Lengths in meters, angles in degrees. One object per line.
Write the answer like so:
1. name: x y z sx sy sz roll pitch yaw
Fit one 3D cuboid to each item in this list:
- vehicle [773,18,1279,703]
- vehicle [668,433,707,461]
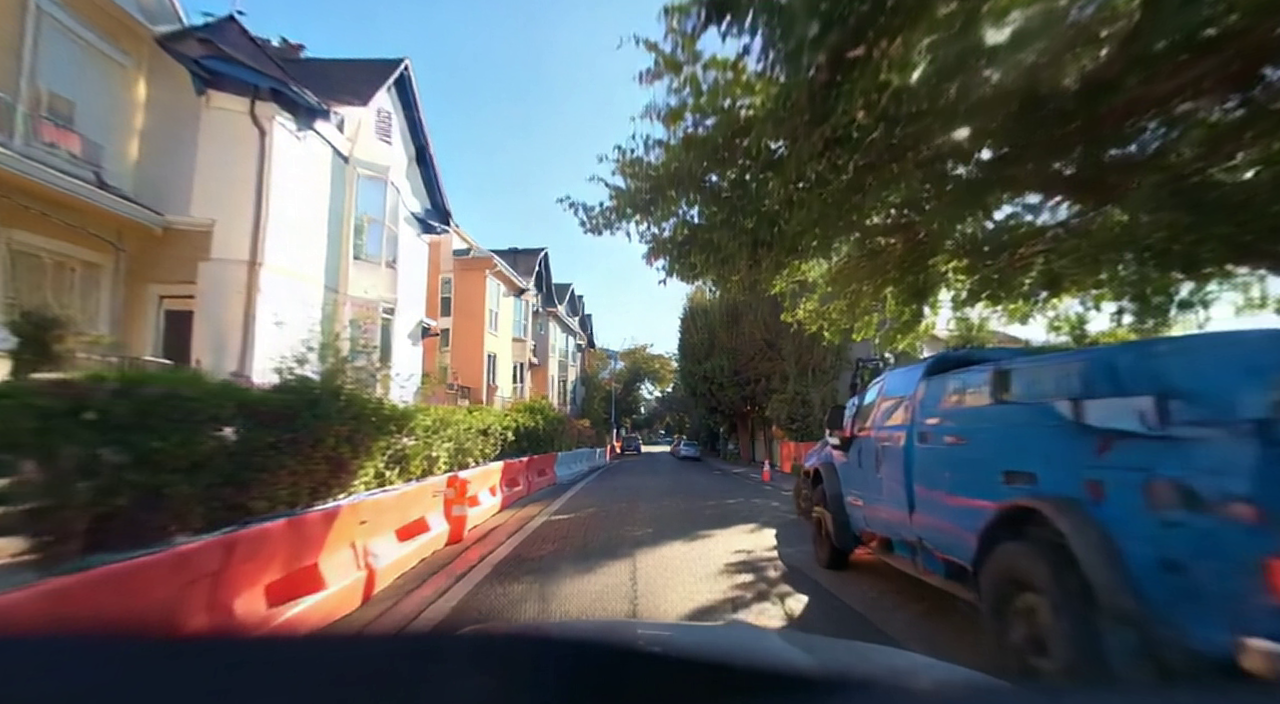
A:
1. vehicle: 3.264 0.702 4.978 2.879 2.801 6.142 0 -8 -2
2. vehicle: 3.031 6.209 41.444 2.066 1.739 4.234 0 -8 -2
